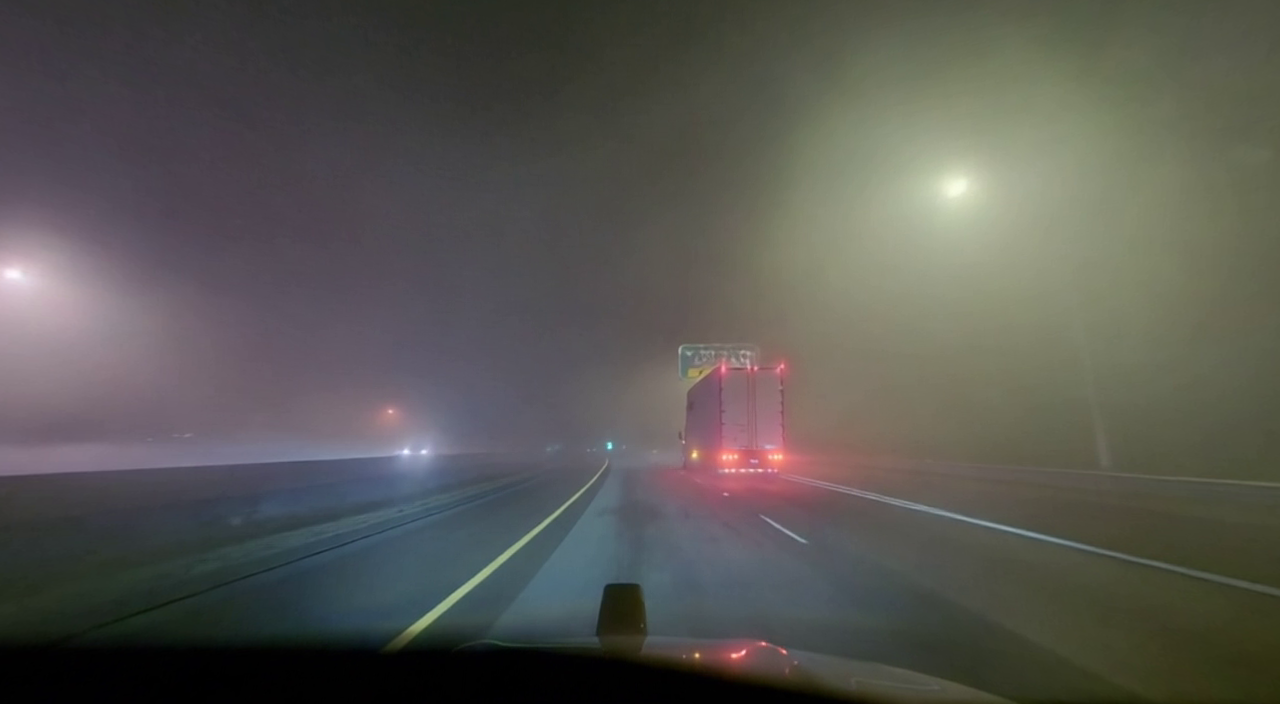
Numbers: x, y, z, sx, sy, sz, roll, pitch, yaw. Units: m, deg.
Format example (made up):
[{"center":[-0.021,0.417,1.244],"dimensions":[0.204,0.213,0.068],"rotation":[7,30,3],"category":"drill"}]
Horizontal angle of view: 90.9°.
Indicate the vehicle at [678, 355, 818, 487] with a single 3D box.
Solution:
[{"center":[3.970,3.501,29.236],"dimensions":[2.932,4.205,18.253],"rotation":[0,-8,-1],"category":"vehicle"}]
